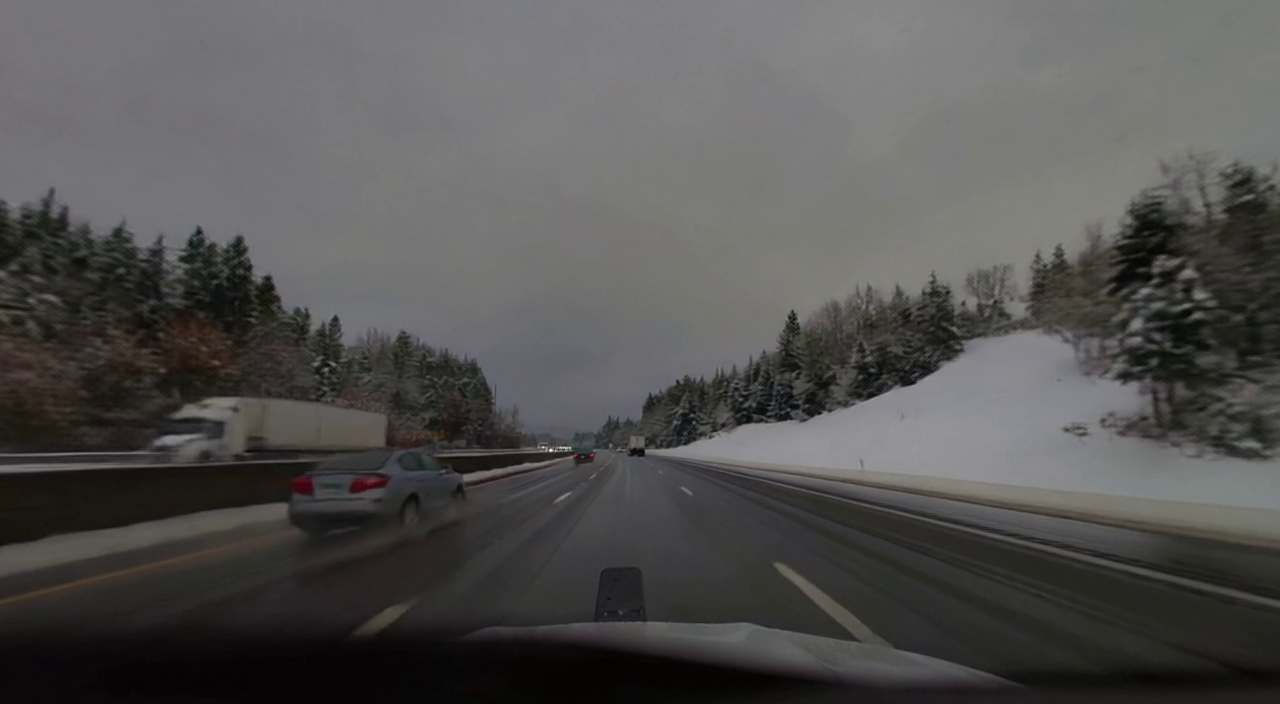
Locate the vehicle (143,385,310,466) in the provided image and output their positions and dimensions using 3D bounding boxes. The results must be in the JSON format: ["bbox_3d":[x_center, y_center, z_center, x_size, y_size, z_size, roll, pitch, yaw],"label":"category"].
[{"bbox_3d":[-21.239,4.011,33.223,3.124,3.721,8.270,0,-9,0],"label":"vehicle"}]

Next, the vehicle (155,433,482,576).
[{"bbox_3d":[-3.957,1.959,8.963,2.169,1.473,4.631,0,-9,0],"label":"vehicle"}]

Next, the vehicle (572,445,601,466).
[{"bbox_3d":[-4.168,8.133,49.575,2.022,1.513,4.613,0,-9,-1],"label":"vehicle"}]
